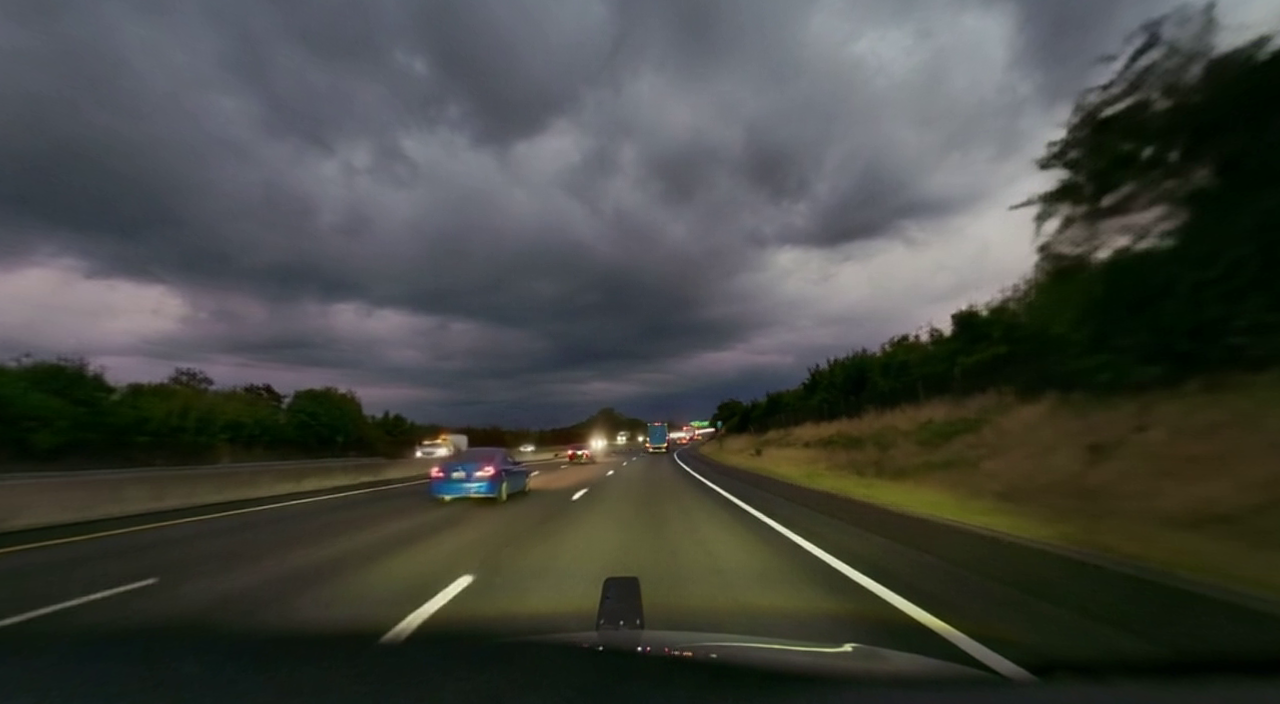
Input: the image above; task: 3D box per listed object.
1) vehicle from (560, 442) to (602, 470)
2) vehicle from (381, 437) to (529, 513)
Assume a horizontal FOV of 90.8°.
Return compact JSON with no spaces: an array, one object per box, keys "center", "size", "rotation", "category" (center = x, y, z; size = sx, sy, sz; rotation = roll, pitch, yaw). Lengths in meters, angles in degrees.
[{"center":[-3.294,5.895,35.798],"size":[1.943,1.460,3.961],"rotation":[-1,-9,1],"category":"vehicle"},{"center":[-4.007,2.743,14.571],"size":[2.078,1.469,4.371],"rotation":[0,-9,0],"category":"vehicle"}]
